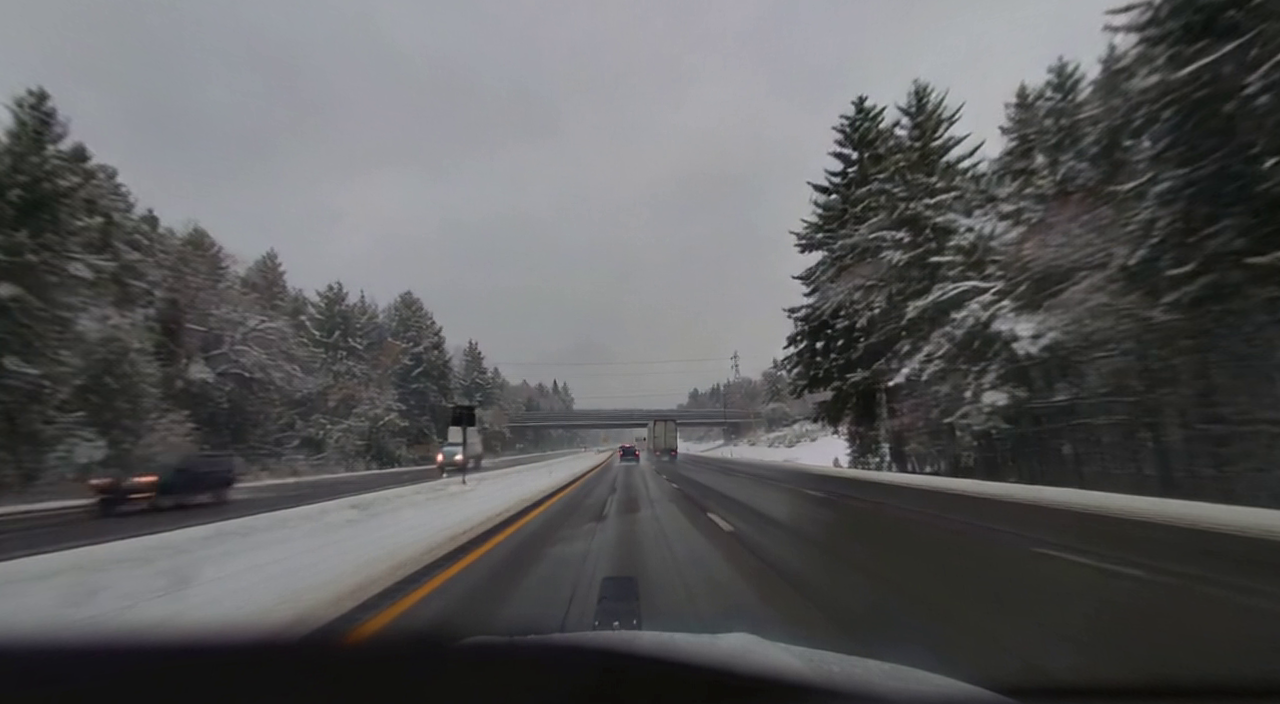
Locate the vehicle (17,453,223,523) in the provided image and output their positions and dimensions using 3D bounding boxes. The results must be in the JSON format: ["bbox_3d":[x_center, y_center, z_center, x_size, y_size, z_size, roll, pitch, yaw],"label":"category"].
[{"bbox_3d":[-13.567,3.529,16.778,1.930,1.569,4.186,0,-9,0],"label":"vehicle"}]

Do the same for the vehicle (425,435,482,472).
[{"bbox_3d":[-14.169,7.785,48.121,2.377,2.618,6.692,0,-9,-1],"label":"vehicle"}]

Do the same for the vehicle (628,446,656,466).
[{"bbox_3d":[0.098,7.916,47.733,1.961,1.454,3.755,0,-9,-3],"label":"vehicle"}]
